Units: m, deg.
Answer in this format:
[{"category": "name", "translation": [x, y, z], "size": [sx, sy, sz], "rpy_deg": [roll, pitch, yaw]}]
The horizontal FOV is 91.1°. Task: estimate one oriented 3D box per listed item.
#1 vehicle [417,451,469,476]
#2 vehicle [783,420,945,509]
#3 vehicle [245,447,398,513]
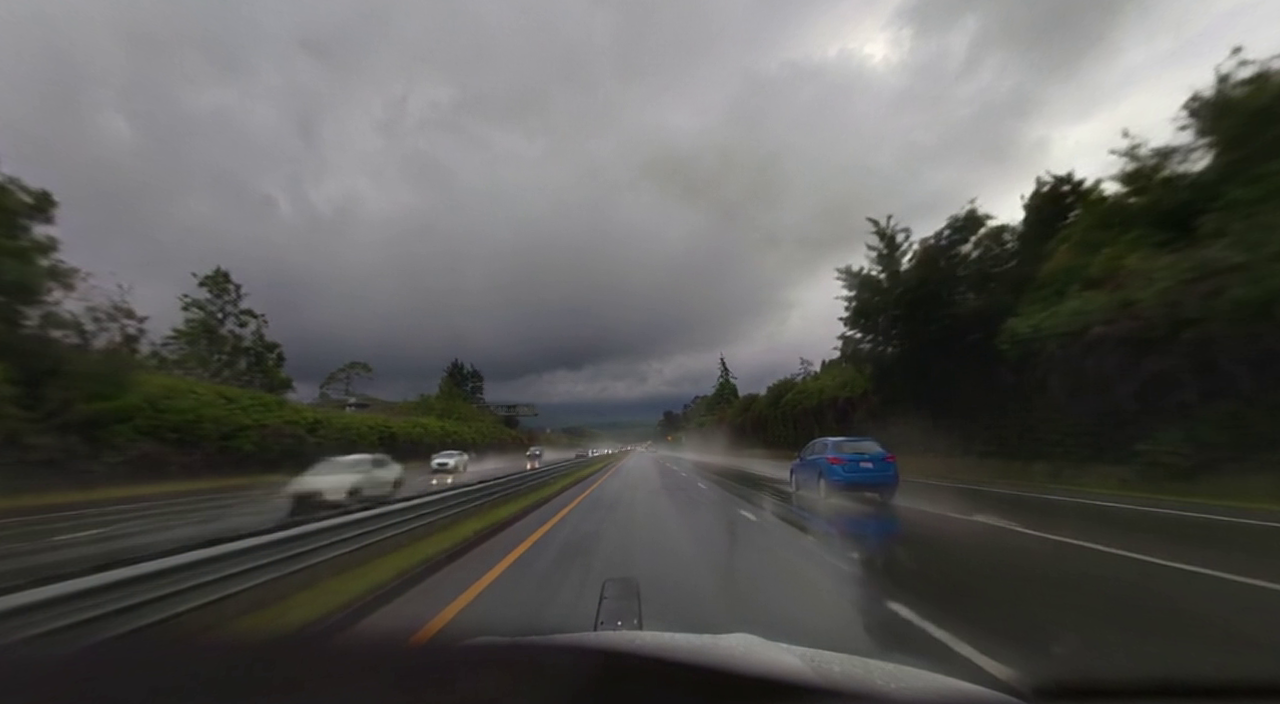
[{"category": "vehicle", "translation": [-12.953, 7.333, 41.617], "size": [1.944, 1.474, 4.503], "rpy_deg": [0, -9, 0]}, {"category": "vehicle", "translation": [5.110, 2.656, 15.181], "size": [2.117, 1.783, 4.627], "rpy_deg": [0, -9, -1]}, {"category": "vehicle", "translation": [-8.607, 3.453, 17.530], "size": [1.912, 1.549, 4.435], "rpy_deg": [0, -9, 0]}]
